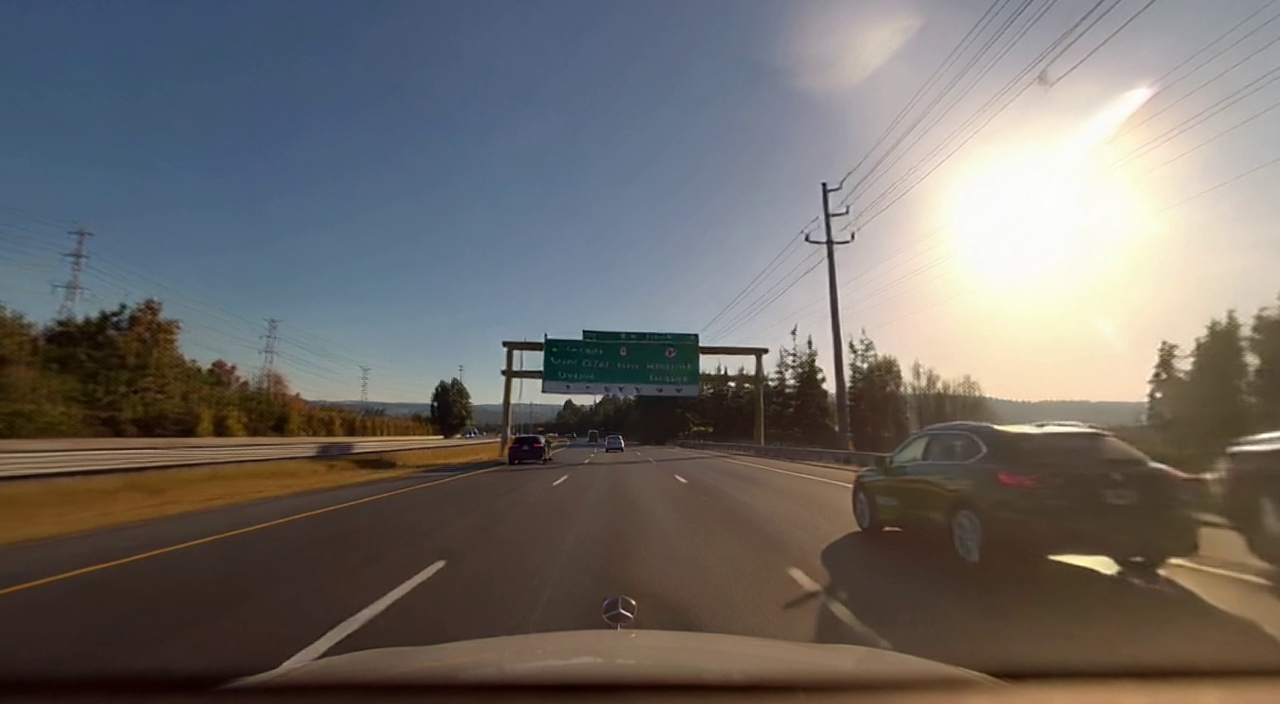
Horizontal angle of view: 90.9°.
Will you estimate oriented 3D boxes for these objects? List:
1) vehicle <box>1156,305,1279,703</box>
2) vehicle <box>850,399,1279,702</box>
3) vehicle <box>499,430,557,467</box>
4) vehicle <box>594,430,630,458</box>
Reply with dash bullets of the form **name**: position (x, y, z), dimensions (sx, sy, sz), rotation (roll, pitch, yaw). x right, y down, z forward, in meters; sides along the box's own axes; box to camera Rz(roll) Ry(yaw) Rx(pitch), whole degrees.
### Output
- **vehicle**: position (4.019, 0.608, 1.911), dimensions (1.976, 1.905, 3.263), rotation (0, -7, -3)
- **vehicle**: position (3.808, 1.347, 5.736), dimensions (2.033, 1.576, 4.691), rotation (0, -7, -2)
- **vehicle**: position (-5.132, 4.484, 29.456), dimensions (2.100, 1.590, 4.077), rotation (0, -7, -2)
- **vehicle**: position (-1.714, 5.796, 39.791), dimensions (2.159, 1.690, 3.720), rotation (0, -7, -2)
